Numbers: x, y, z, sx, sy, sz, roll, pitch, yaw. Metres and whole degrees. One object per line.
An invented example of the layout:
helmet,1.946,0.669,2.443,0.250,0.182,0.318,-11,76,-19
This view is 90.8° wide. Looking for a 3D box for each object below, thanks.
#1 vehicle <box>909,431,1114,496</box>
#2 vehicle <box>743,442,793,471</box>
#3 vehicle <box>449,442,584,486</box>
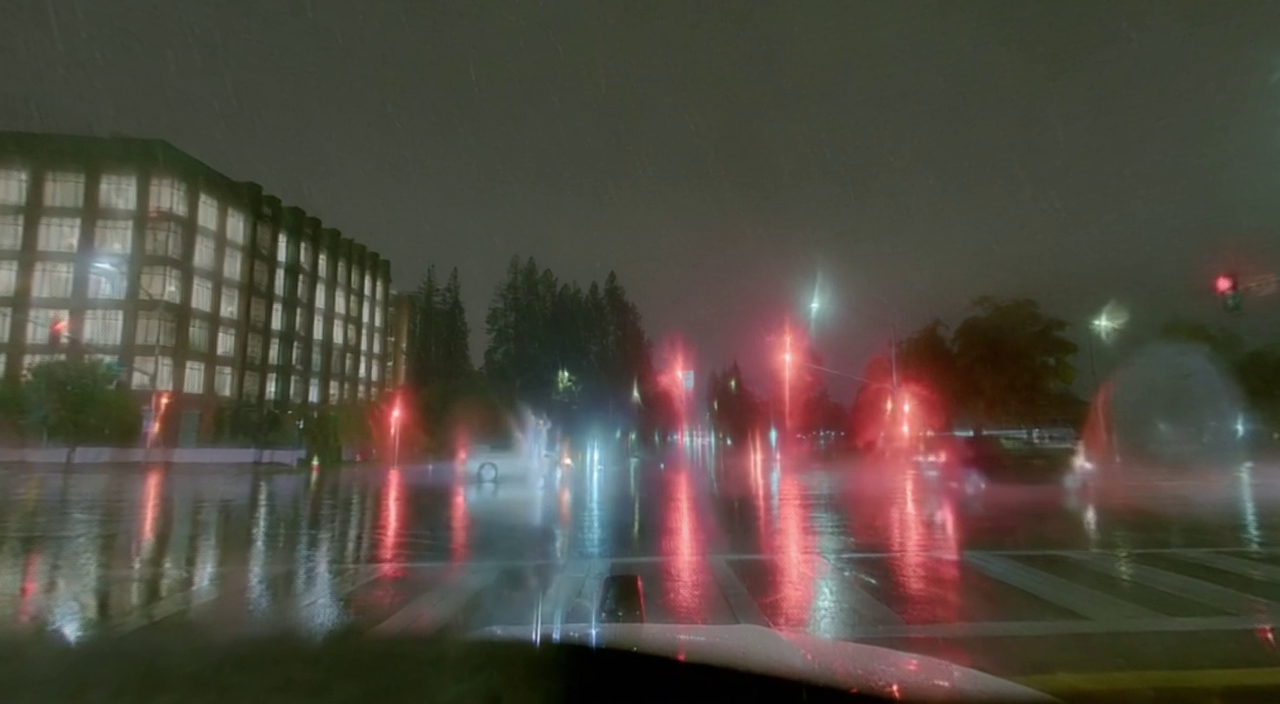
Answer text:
vehicle,11.087,3.329,19.100,4.923,1.800,2.153,1,-8,-6
vehicle,7.465,5.986,36.452,1.955,1.569,4.397,-4,-9,22
vehicle,-4.462,4.003,22.863,4.424,1.454,2.043,3,-9,-23
